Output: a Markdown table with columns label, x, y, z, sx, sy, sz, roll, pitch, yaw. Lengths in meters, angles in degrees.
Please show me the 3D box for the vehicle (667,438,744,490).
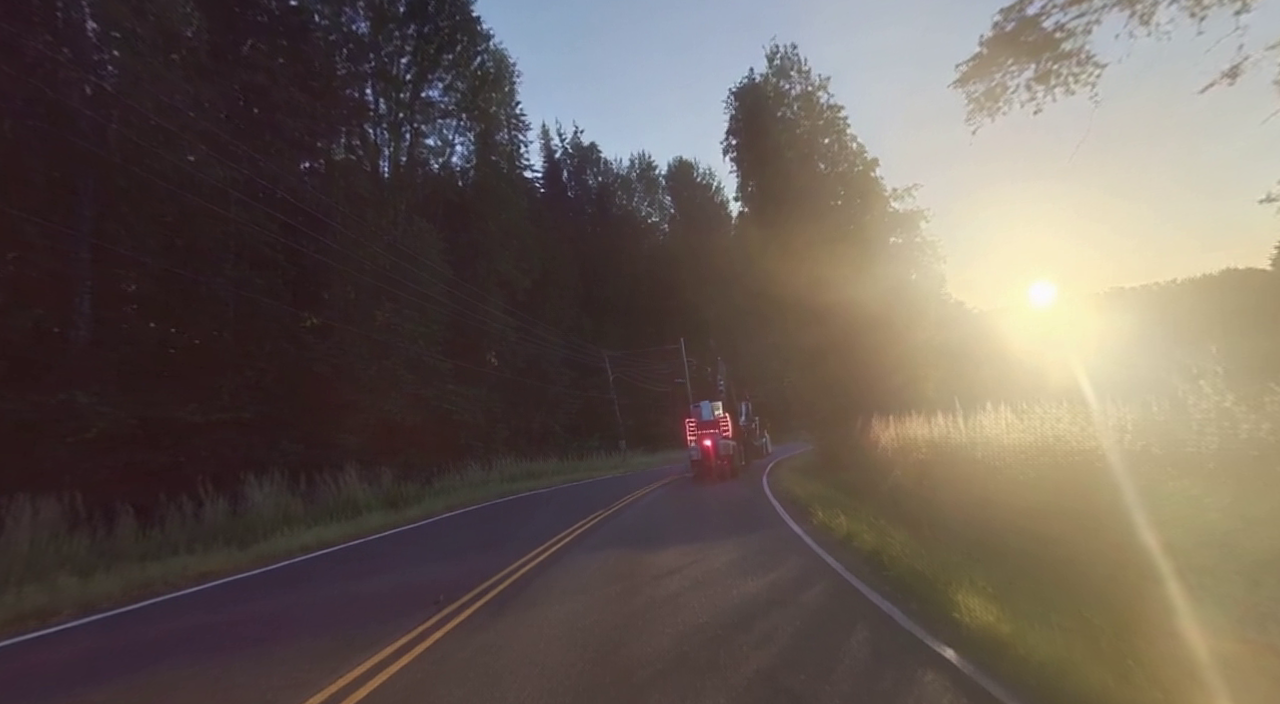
| label | x | y | z | sx | sy | sz | roll | pitch | yaw |
| --- | --- | --- | --- | --- | --- | --- | --- | --- | --- |
| vehicle | 2.139 | 3.575 | 20.486 | 2.196 | 1.465 | 4.294 | -1 | -9 | 7 |
